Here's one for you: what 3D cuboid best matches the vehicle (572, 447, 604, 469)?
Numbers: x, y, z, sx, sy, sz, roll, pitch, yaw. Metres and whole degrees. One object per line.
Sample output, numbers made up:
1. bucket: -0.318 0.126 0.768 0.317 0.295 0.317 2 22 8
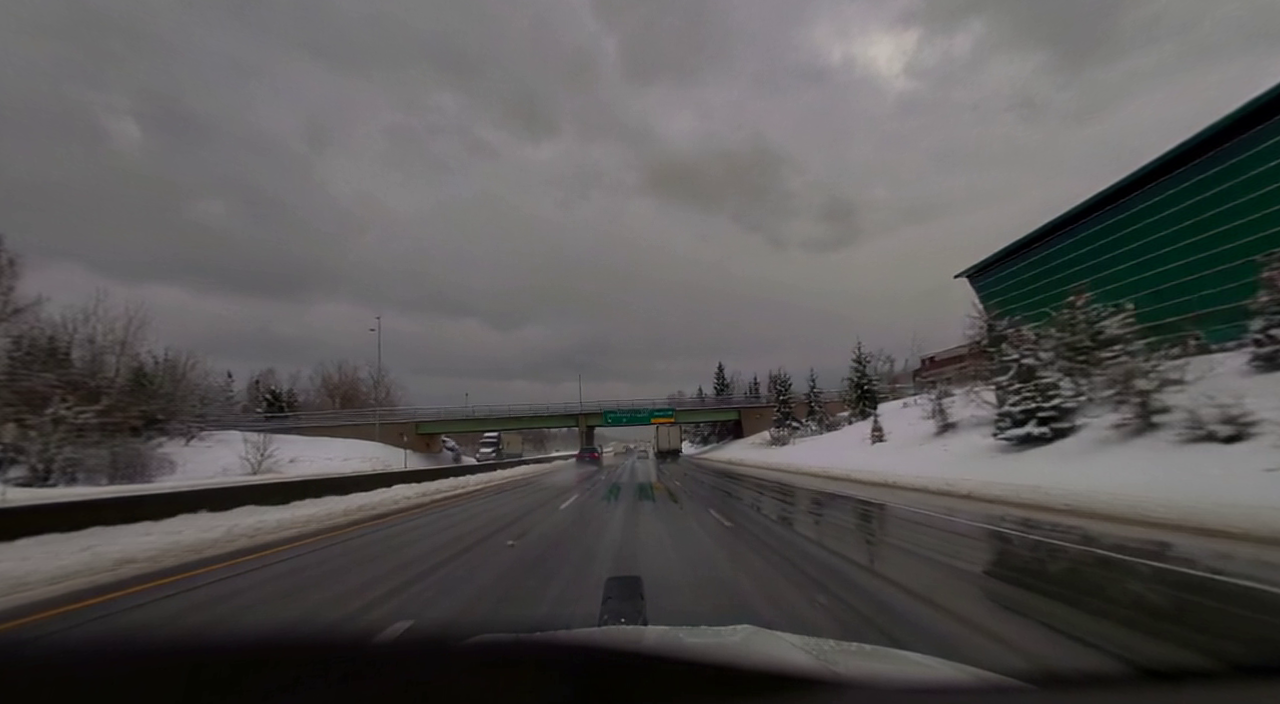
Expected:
1. vehicle: -3.894 7.995 47.675 2.042 1.506 4.211 0 -9 0
